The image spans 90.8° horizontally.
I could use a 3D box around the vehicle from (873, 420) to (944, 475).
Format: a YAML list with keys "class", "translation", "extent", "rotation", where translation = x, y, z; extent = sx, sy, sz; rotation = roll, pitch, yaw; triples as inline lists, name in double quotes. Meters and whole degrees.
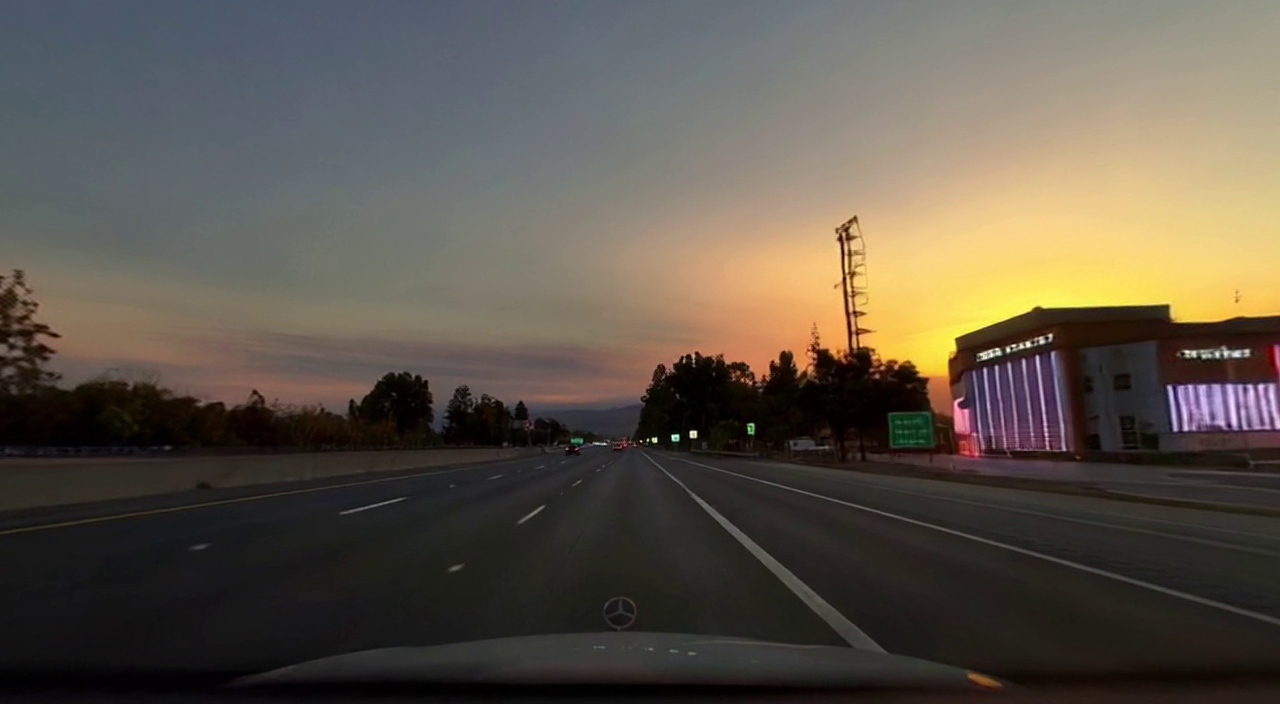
- class: "vehicle"
  translation: [14.682, 5.208, 34.694]
  extent: [2.312, 2.875, 2.697]
  rotation: [1, -8, -13]
